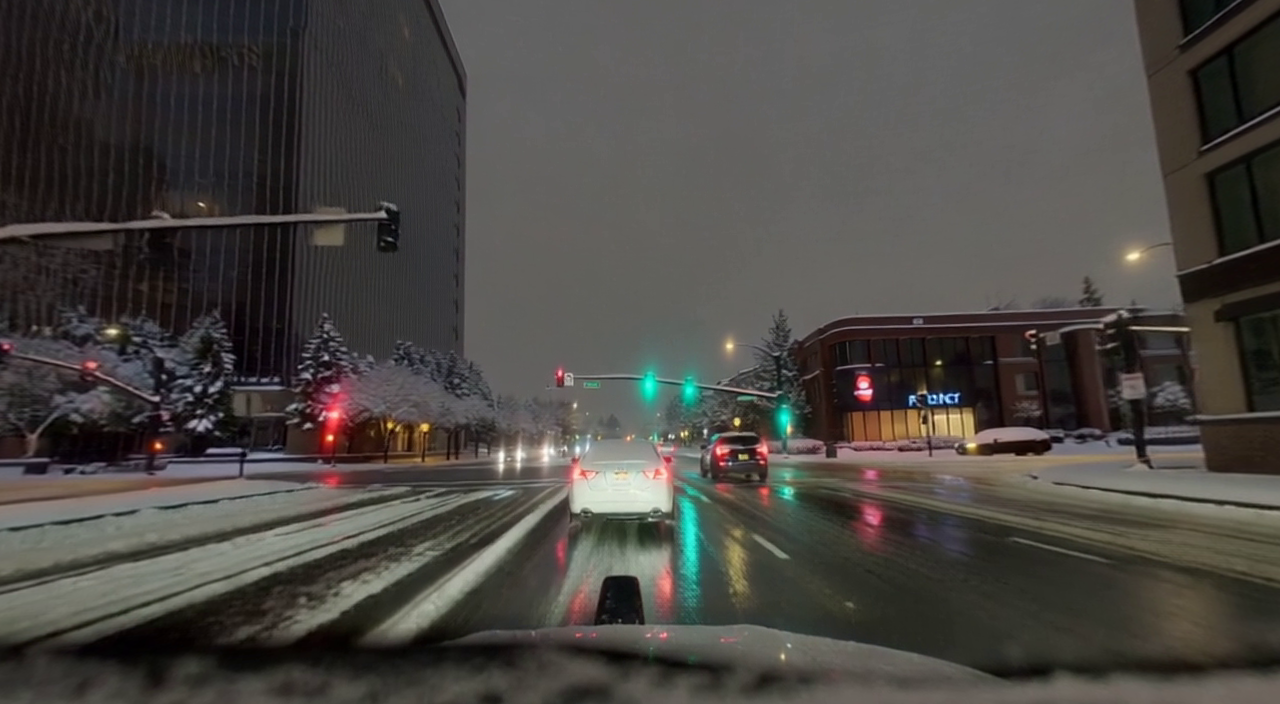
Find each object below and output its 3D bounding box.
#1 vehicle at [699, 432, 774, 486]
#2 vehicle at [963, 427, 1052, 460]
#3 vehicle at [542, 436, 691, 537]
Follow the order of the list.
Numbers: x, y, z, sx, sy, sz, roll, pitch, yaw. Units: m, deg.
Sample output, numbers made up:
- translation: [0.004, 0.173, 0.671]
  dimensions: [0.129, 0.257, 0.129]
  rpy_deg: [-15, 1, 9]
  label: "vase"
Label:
- translation: [3.425, 3.860, 23.310]
  dimensions: [2.078, 1.799, 4.089]
  rpy_deg: [1, -7, -1]
  label: "vehicle"
- translation: [24.149, 6.065, 41.634]
  dimensions: [4.384, 2.000, 2.345]
  rpy_deg: [1, -11, -4]
  label: "vehicle"
- translation: [-0.375, 2.208, 11.147]
  dimensions: [2.144, 1.398, 3.963]
  rpy_deg: [1, -7, -1]
  label: "vehicle"
